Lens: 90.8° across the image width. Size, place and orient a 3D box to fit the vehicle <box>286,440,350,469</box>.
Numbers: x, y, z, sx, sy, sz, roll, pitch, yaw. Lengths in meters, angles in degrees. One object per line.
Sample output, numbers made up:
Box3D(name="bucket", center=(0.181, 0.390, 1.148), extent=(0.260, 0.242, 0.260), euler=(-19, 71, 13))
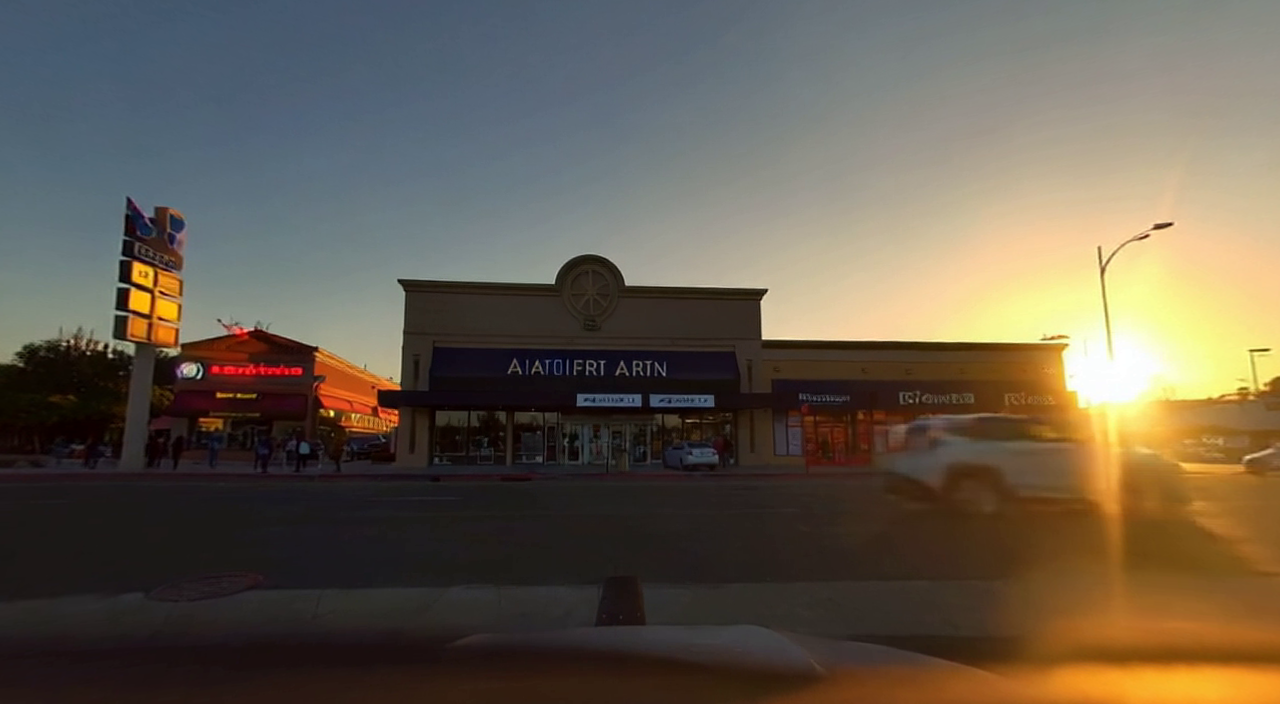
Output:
Box3D(name="vehicle", center=(-20.140, 6.365, 39.465), extent=(4.596, 1.680, 1.936), euler=(-8, -11, 41))

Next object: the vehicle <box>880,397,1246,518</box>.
Box3D(name="vehicle", center=(6.828, 1.727, 10.601), extent=(4.735, 1.779, 2.051), euler=(1, -8, -5))

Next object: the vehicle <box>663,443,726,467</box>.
Box3D(name="vehicle", center=(3.447, 6.620, 40.855), extent=(1.812, 1.468, 4.519), euler=(5, -10, -28))

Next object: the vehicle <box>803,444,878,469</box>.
Box3D(name="vehicle", center=(12.851, 6.700, 40.733), extent=(1.791, 1.453, 4.593), euler=(5, -10, -29))
